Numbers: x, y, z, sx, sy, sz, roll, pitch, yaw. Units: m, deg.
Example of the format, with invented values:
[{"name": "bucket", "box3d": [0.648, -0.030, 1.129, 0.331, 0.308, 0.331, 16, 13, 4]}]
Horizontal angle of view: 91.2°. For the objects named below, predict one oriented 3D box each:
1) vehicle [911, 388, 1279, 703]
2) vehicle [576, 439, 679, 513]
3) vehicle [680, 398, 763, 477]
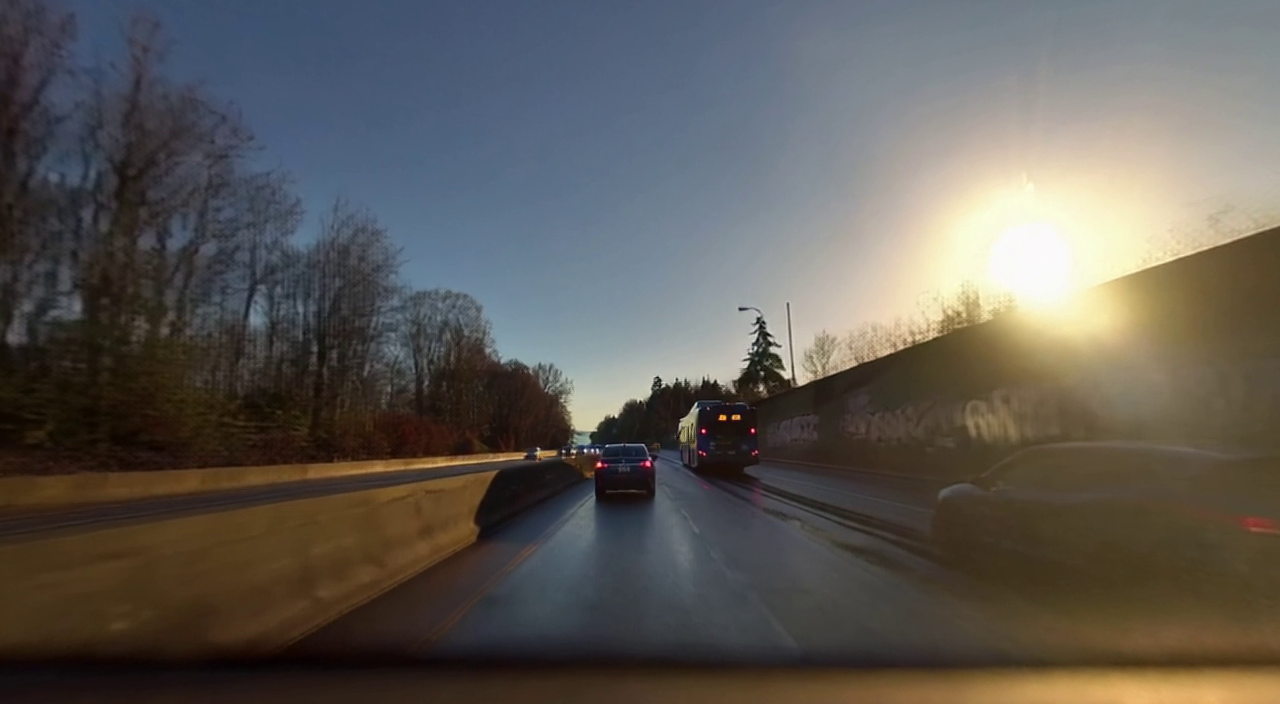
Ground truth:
[{"name": "vehicle", "box3d": [3.923, 1.203, 4.695, 1.995, 1.507, 3.915, -1, -9, 0]}, {"name": "vehicle", "box3d": [-0.264, 2.944, 15.334, 2.160, 1.532, 4.073, -1, -9, 0]}, {"name": "vehicle", "box3d": [4.074, 4.818, 34.495, 3.055, 3.479, 12.521, -1, -9, 1]}]
